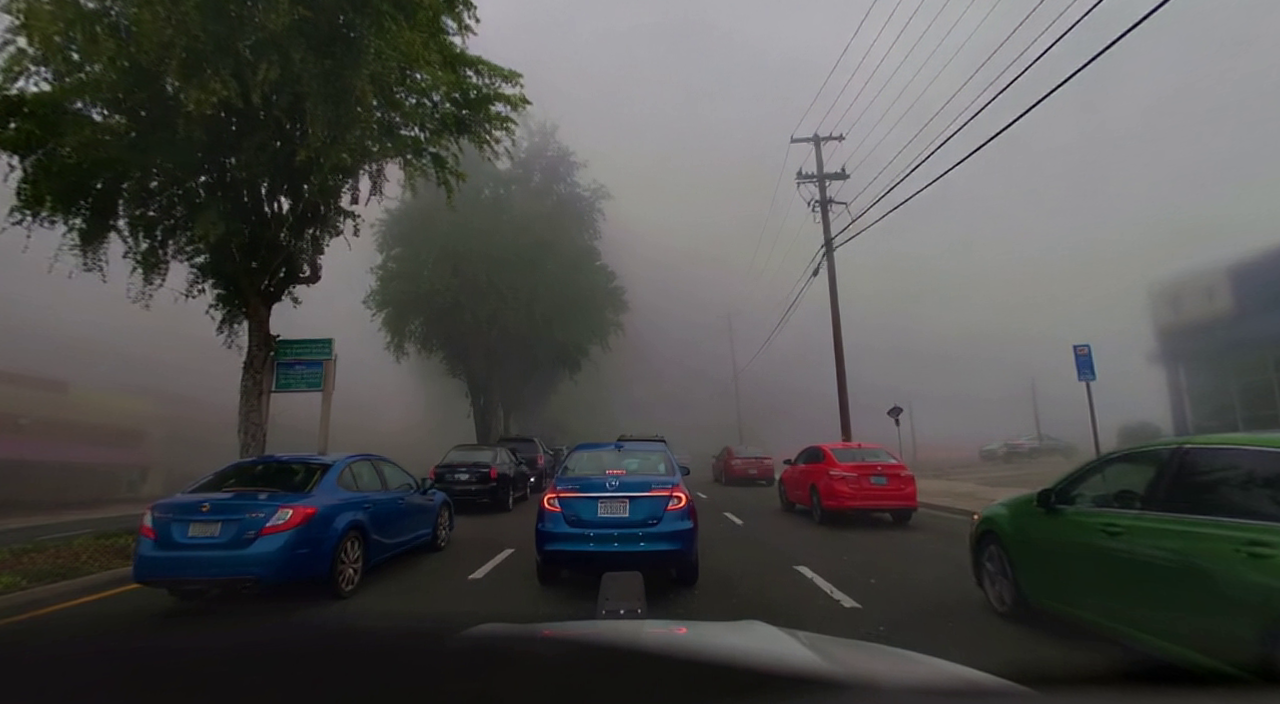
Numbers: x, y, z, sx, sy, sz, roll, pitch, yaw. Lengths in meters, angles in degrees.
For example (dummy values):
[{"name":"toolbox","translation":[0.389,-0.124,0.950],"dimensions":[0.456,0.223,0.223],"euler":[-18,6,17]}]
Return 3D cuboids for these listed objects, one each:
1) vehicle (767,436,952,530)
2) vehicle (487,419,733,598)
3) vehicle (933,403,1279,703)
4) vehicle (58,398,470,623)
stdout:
[{"name":"vehicle","translation":[3.918,2.401,12.215],"dimensions":[1.909,1.473,4.361],"euler":[0,-9,-1]},{"name":"vehicle","translation":[-0.316,1.631,7.402],"dimensions":[2.097,1.511,3.809],"euler":[0,-9,-2]},{"name":"vehicle","translation":[3.643,1.077,3.391],"dimensions":[1.929,1.479,4.723],"euler":[0,-9,1]},{"name":"vehicle","translation":[-3.443,1.524,7.010],"dimensions":[1.979,1.697,4.254],"euler":[0,-9,-1]}]
